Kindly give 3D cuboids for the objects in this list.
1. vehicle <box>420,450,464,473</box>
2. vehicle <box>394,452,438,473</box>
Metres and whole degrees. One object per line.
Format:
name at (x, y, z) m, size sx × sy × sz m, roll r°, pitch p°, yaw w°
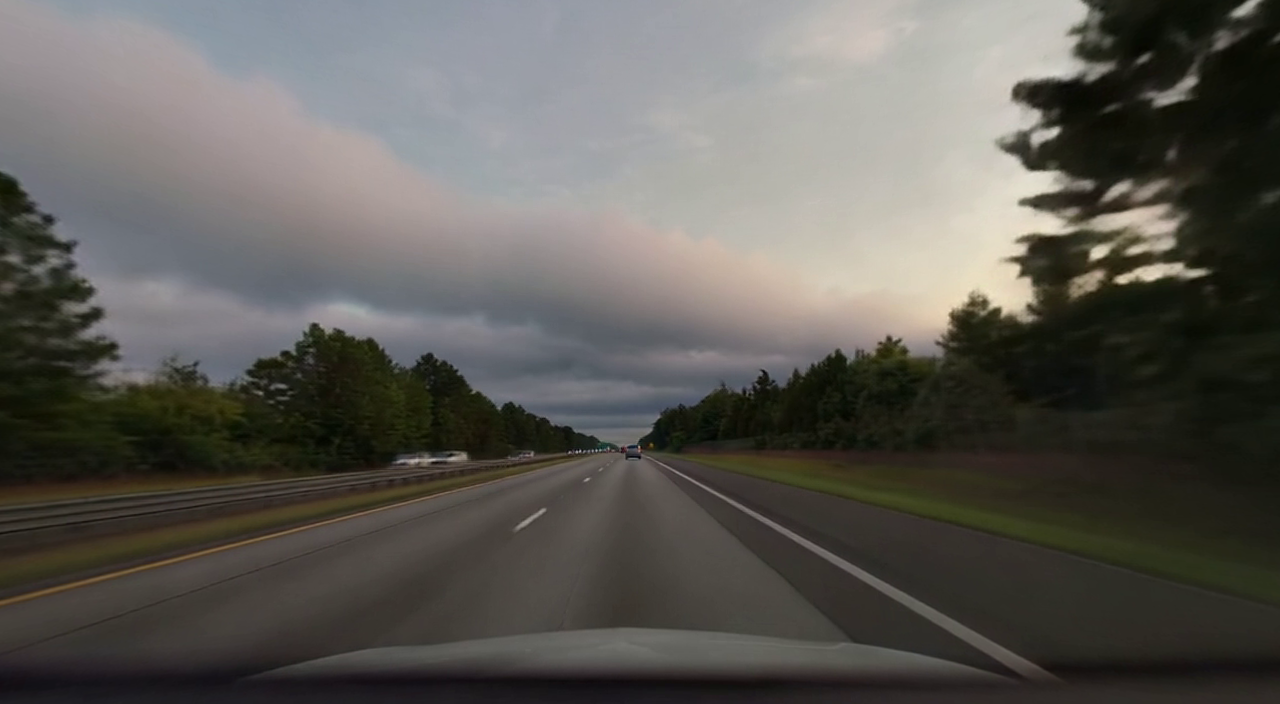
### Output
vehicle at (-13.335, 7.360, 42.375) m, size 1.632 × 1.496 × 4.240 m, roll 0°, pitch -9°, yaw -1°
vehicle at (-17.510, 8.643, 49.161) m, size 1.821 × 1.481 × 4.435 m, roll 0°, pitch -9°, yaw -1°
